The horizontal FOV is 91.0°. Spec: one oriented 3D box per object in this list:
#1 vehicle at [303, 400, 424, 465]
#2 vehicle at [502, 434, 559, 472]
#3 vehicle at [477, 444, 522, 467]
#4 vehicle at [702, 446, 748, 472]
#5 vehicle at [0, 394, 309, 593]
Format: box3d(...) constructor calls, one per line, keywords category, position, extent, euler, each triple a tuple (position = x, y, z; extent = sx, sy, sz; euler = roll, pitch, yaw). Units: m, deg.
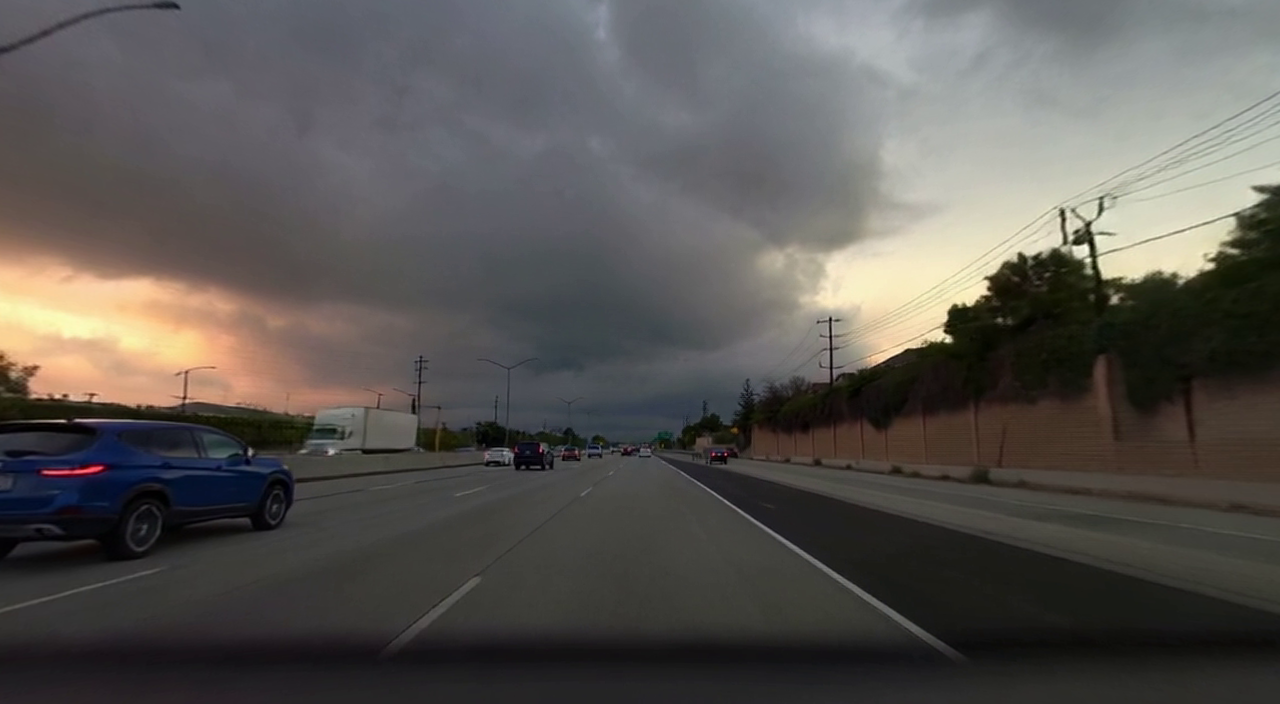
box3d(category="vehicle", position=(-18.842, 5.797, 44.144), extent=(3.188, 3.921, 11.276), euler=(1, -9, 1))
box3d(category="vehicle", position=(-6.061, 5.684, 35.498), extent=(2.255, 1.934, 4.868), euler=(1, -9, 1))
box3d(category="vehicle", position=(-9.774, 7.226, 44.000), extent=(2.042, 1.485, 4.395), euler=(1, -9, 1))
box3d(category="vehicle", position=(5.237, 6.667, 39.430), extent=(2.251, 1.520, 4.550), euler=(1, -9, -1))
box3d(category="vehicle", position=(-6.404, 1.556, 7.773), extent=(2.058, 1.698, 4.567), euler=(1, -9, 1))
